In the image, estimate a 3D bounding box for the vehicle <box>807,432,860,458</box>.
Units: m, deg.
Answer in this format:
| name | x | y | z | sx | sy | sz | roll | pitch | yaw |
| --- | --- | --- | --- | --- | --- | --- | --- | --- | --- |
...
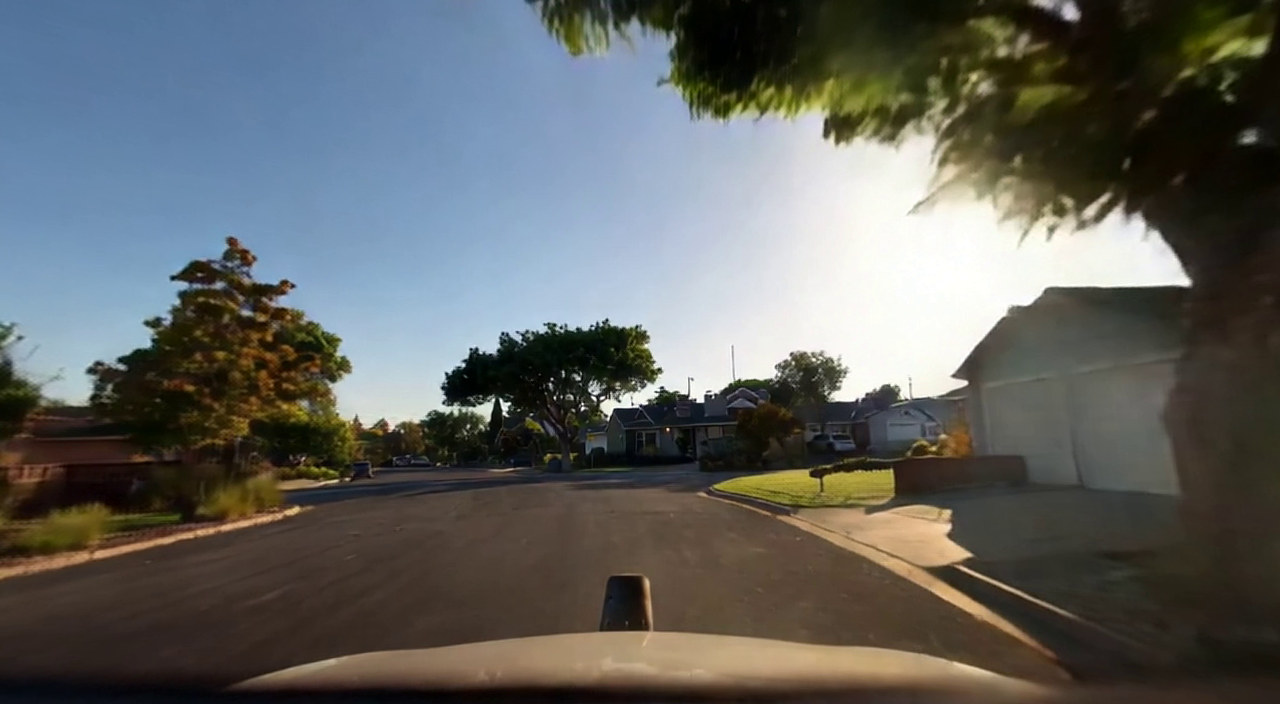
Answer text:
| name | x | y | z | sx | sy | sz | roll | pitch | yaw |
| --- | --- | --- | --- | --- | --- | --- | --- | --- | --- |
| vehicle | 14.387 | 7.011 | 47.159 | 1.992 | 1.813 | 5.079 | 0 | -9 | -5 |
